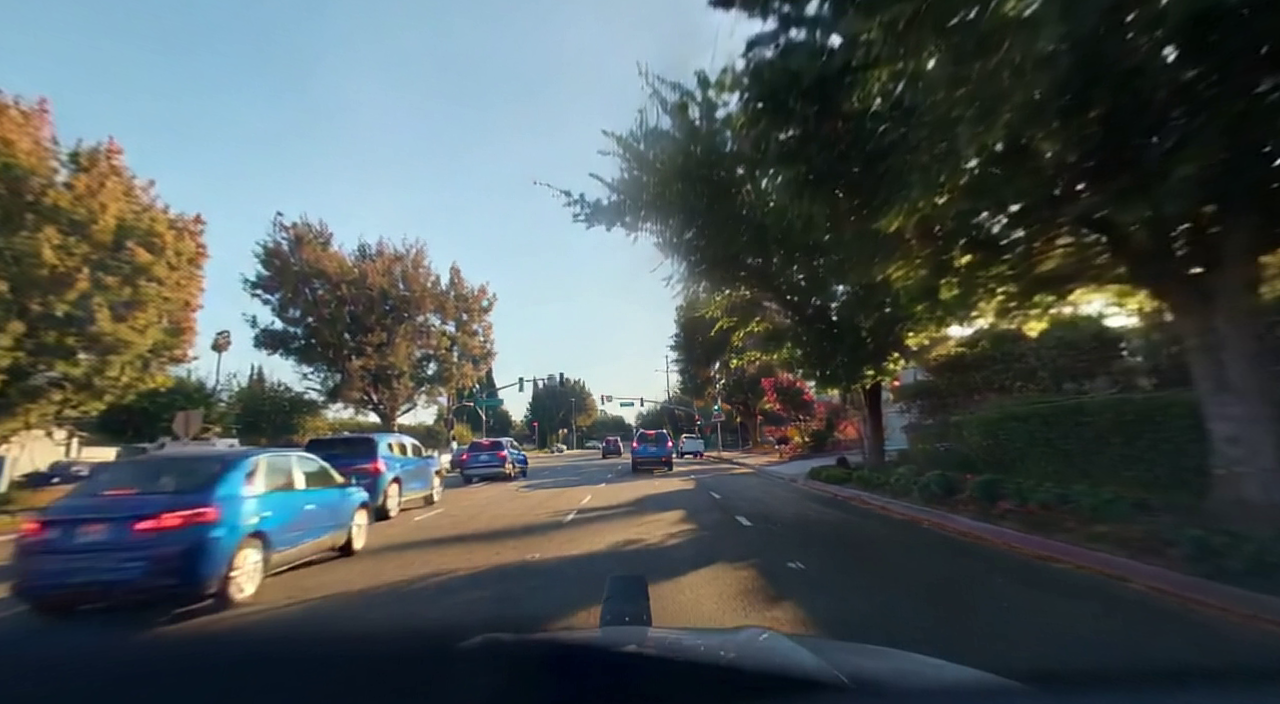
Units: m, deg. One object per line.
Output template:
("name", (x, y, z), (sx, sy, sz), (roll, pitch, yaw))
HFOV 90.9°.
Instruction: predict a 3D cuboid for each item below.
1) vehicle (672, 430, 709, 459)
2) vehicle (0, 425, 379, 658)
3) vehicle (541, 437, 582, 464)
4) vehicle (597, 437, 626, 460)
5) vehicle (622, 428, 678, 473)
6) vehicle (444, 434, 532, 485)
("vehicle", (3.765, 7.063, 48.165), (2.338, 2.063, 5.672), (0, -8, -1))
("vehicle", (-4.370, 1.541, 6.332), (2.043, 1.464, 4.571), (1, -8, -7))
("vehicle", (-5.176, 6.577, 42.090), (2.108, 1.689, 4.316), (-1, -8, 1))
("vehicle", (-2.180, 7.477, 49.093), (2.058, 1.659, 4.514), (0, -8, 0))
("vehicle", (0.428, 4.292, 27.610), (2.235, 1.778, 4.178), (-1, -8, 1))
("vehicle", (-5.393, 3.872, 23.029), (2.052, 1.664, 4.476), (-1, -8, 0))
